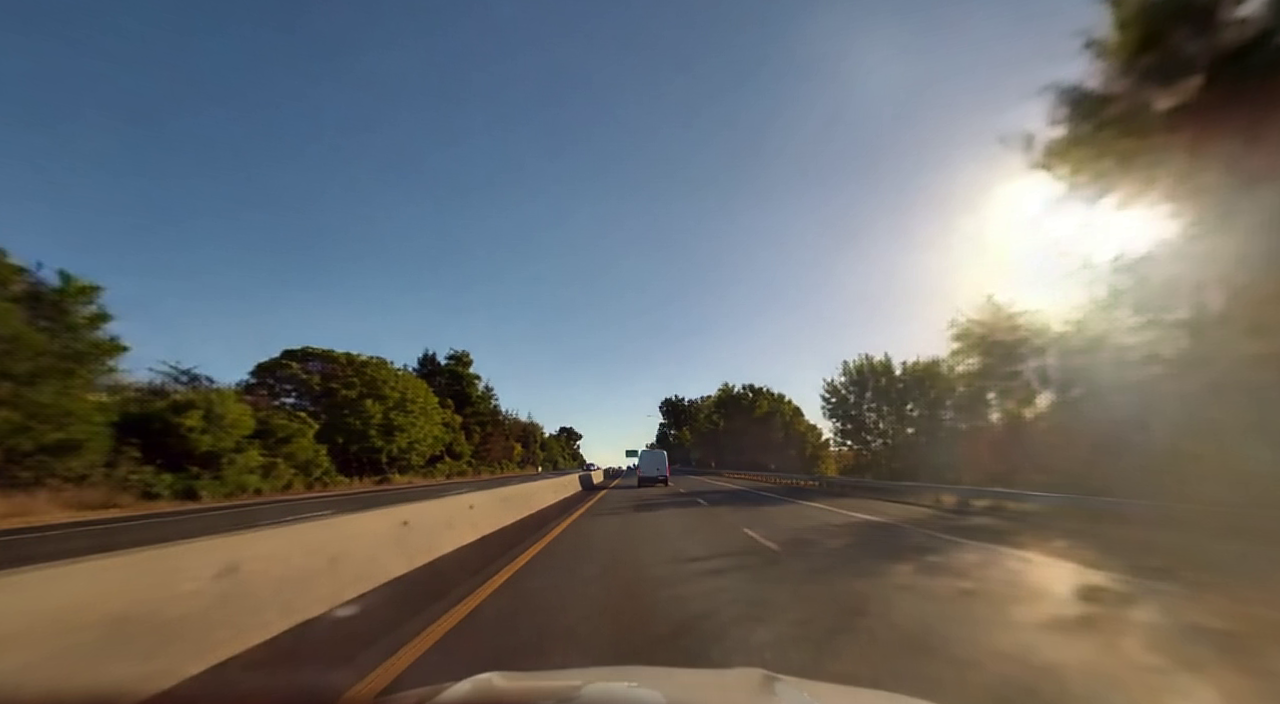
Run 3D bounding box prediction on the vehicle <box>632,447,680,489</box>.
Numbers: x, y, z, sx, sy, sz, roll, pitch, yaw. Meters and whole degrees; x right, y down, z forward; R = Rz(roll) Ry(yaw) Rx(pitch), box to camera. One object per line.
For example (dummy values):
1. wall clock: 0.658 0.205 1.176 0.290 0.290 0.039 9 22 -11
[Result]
1. vehicle: 0.832 6.600 35.877 2.429 2.167 4.558 1 -10 -2
